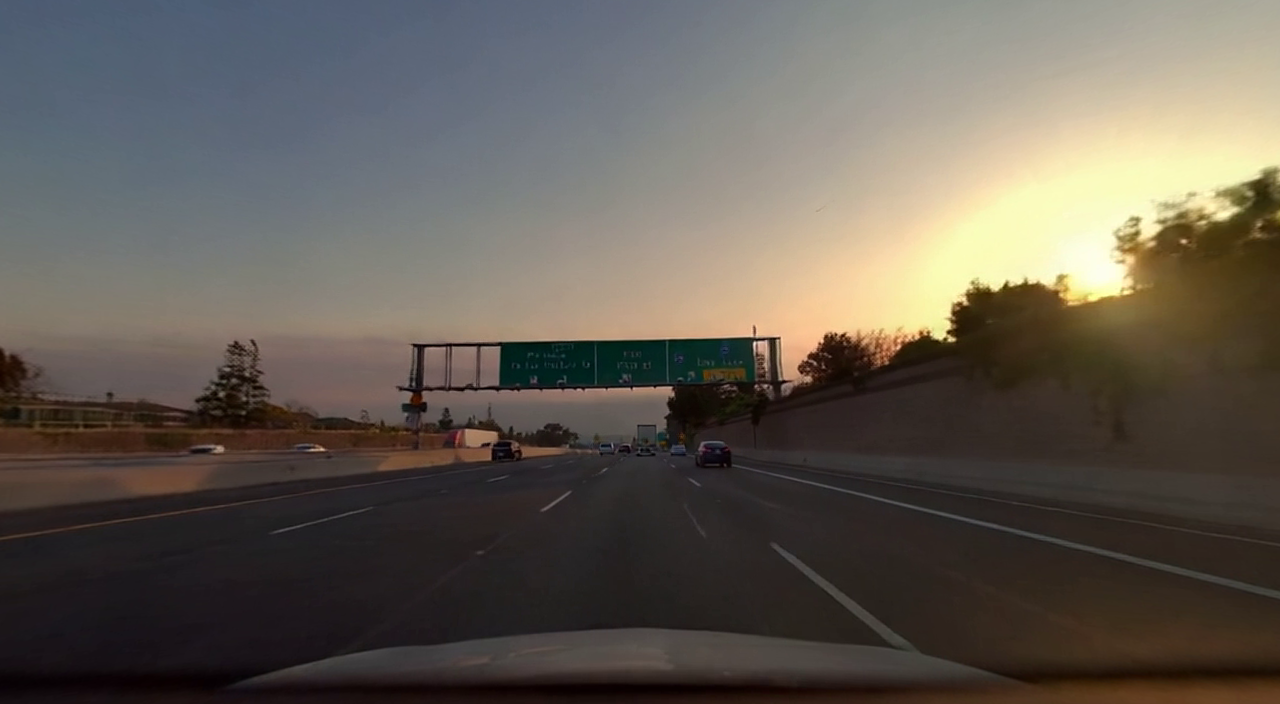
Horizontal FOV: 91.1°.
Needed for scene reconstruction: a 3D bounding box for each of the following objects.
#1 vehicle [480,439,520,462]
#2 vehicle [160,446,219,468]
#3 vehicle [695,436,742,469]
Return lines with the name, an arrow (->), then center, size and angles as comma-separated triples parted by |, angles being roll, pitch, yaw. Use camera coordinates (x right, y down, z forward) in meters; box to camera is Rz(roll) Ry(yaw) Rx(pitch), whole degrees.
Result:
vehicle -> -10.791, 7.650, 48.773 | 1.998, 1.712, 4.671 | 0, -8, 0
vehicle -> -32.227, 7.490, 44.987 | 1.566, 1.426, 3.563 | -2, -8, 1
vehicle -> 4.170, 5.430, 34.020 | 2.046, 1.655, 4.143 | 0, -8, 0
